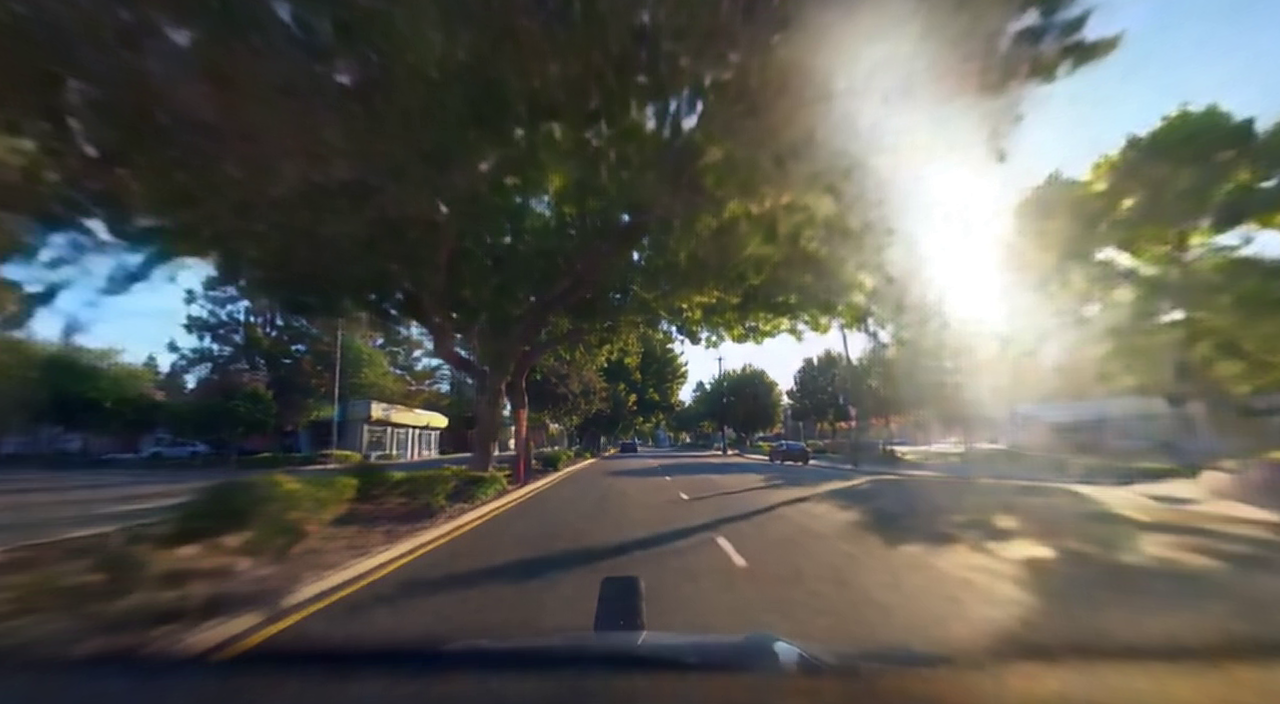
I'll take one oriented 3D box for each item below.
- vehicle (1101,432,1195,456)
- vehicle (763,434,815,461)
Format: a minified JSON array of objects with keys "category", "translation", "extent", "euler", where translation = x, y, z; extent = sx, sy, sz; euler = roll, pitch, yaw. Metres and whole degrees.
[{"category":"vehicle","translation":[31.744,5.763,39.566],"extent":[4.064,1.457,1.999],"euler":[0,-9,3]},{"category":"vehicle","translation":[9.343,6.055,40.025],"extent":[1.981,1.557,4.456],"euler":[0,-8,-3]}]
